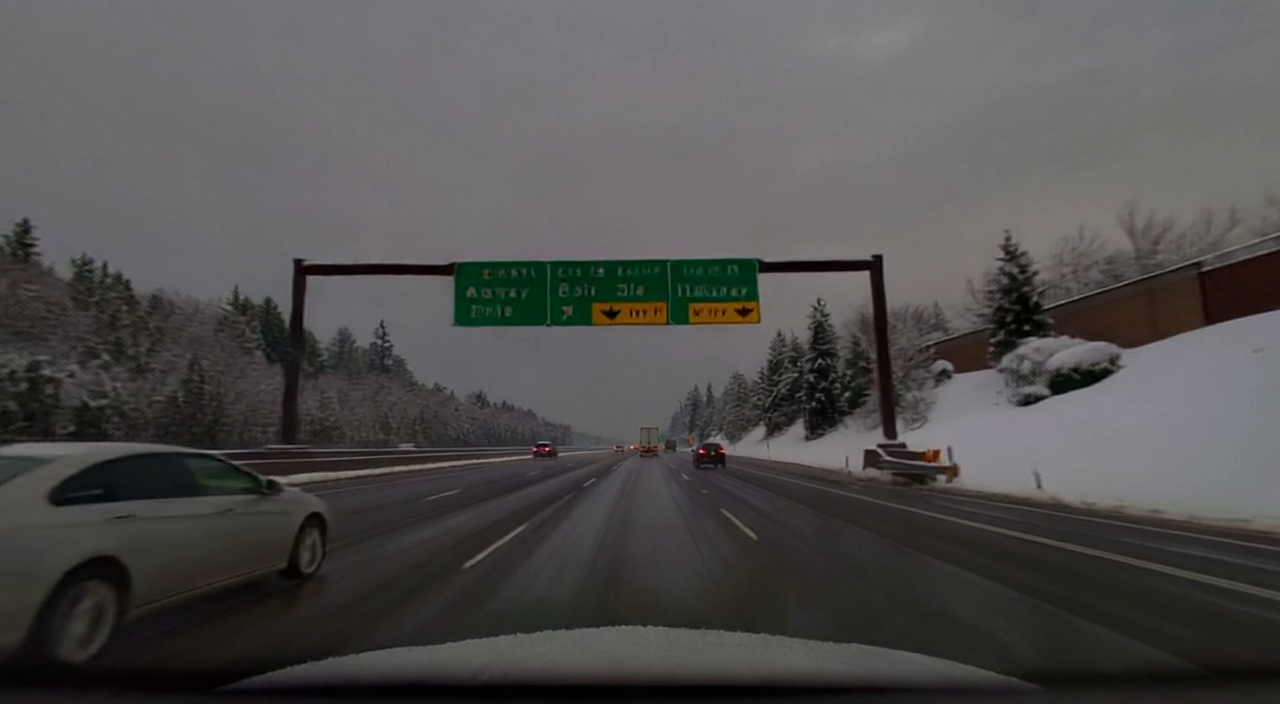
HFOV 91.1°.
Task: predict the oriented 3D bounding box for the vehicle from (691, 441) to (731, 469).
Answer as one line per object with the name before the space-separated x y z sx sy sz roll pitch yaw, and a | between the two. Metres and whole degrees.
vehicle | 4.326 6.374 38.987 2.046 1.655 4.143 0 -9 1

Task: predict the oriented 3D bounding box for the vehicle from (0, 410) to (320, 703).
vehicle | -4.020 1.146 3.796 1.947 1.479 4.114 0 -9 1
